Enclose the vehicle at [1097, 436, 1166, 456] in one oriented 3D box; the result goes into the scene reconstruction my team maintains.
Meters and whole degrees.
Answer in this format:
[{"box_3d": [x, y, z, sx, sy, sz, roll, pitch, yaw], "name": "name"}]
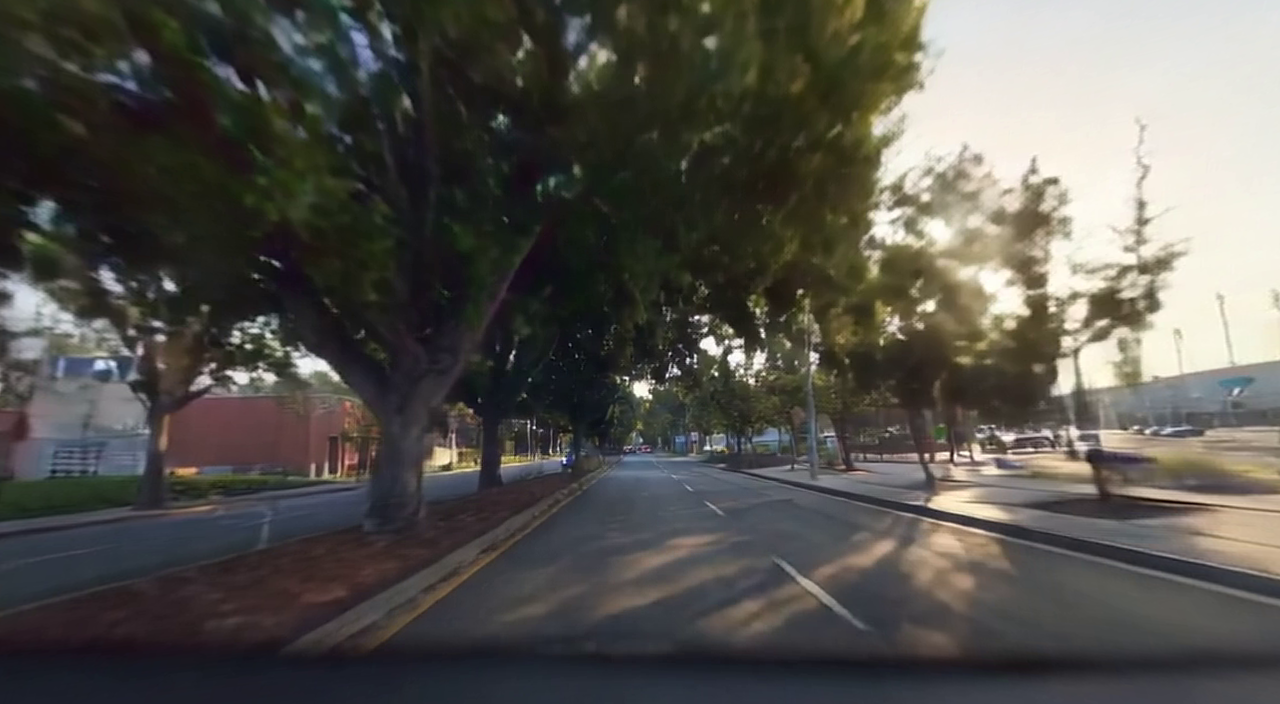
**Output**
[{"box_3d": [38.661, 7.424, 49.817, 1.860, 1.467, 4.614, 0, -9, 2], "name": "vehicle"}]
